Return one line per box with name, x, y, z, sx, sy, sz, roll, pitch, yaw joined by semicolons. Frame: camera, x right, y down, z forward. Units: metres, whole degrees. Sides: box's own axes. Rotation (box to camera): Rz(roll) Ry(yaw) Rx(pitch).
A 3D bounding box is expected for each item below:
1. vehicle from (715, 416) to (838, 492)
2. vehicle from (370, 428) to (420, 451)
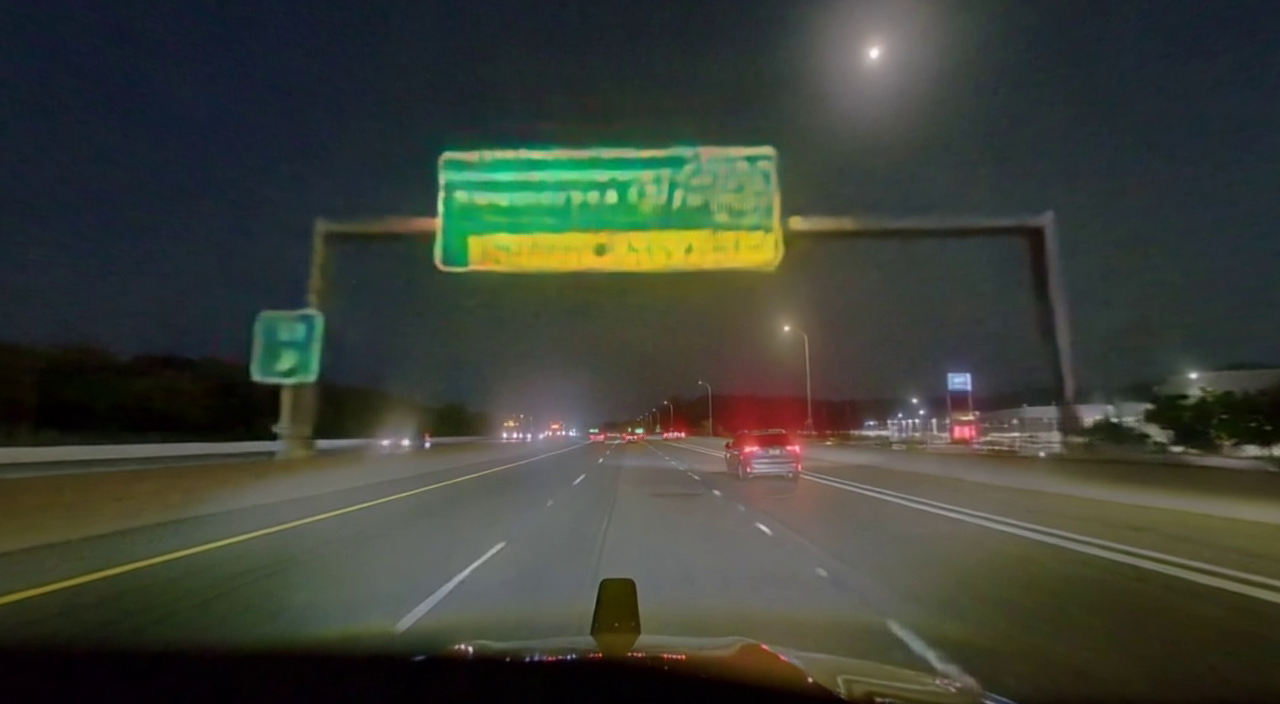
vehicle;3.218;2.507;15.811;2.022;1.637;4.229;0;-8;-2
vehicle;-16.406;5.862;42.385;1.863;1.450;3.813;0;-8;-1
